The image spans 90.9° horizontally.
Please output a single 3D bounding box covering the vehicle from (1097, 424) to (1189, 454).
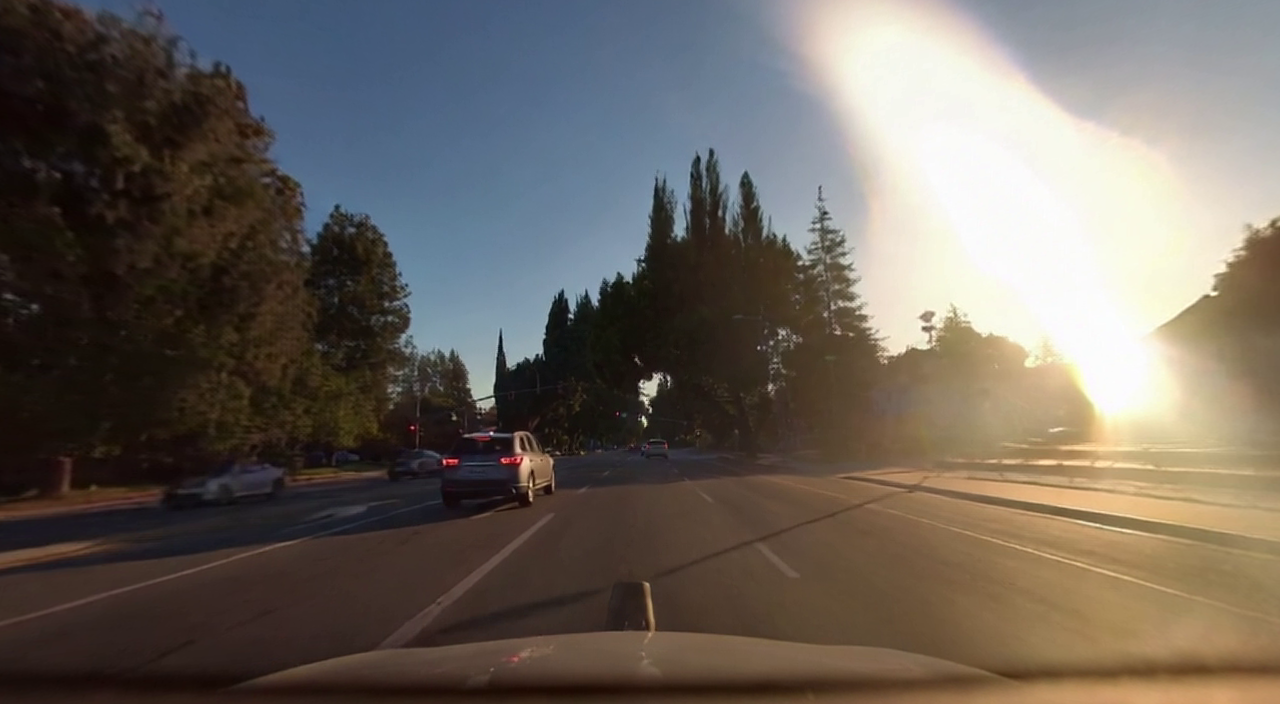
[{"bbox_3d":[33.095,5.722,41.685,2.003,1.734,4.821,-3,-7,0],"label":"vehicle"}]

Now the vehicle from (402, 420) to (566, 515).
[{"bbox_3d":[-3.358,2.656,15.042,2.459,1.825,5.380,-1,-8,1],"label":"vehicle"}]

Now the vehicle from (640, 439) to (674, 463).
[{"bbox_3d":[1.265,7.661,48.910,2.437,1.737,4.420,0,-8,-2],"label":"vehicle"}]

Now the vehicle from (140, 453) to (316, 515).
[{"bbox_3d":[-11.770,3.768,18.529,1.915,1.493,4.782,-1,-8,1],"label":"vehicle"}]
